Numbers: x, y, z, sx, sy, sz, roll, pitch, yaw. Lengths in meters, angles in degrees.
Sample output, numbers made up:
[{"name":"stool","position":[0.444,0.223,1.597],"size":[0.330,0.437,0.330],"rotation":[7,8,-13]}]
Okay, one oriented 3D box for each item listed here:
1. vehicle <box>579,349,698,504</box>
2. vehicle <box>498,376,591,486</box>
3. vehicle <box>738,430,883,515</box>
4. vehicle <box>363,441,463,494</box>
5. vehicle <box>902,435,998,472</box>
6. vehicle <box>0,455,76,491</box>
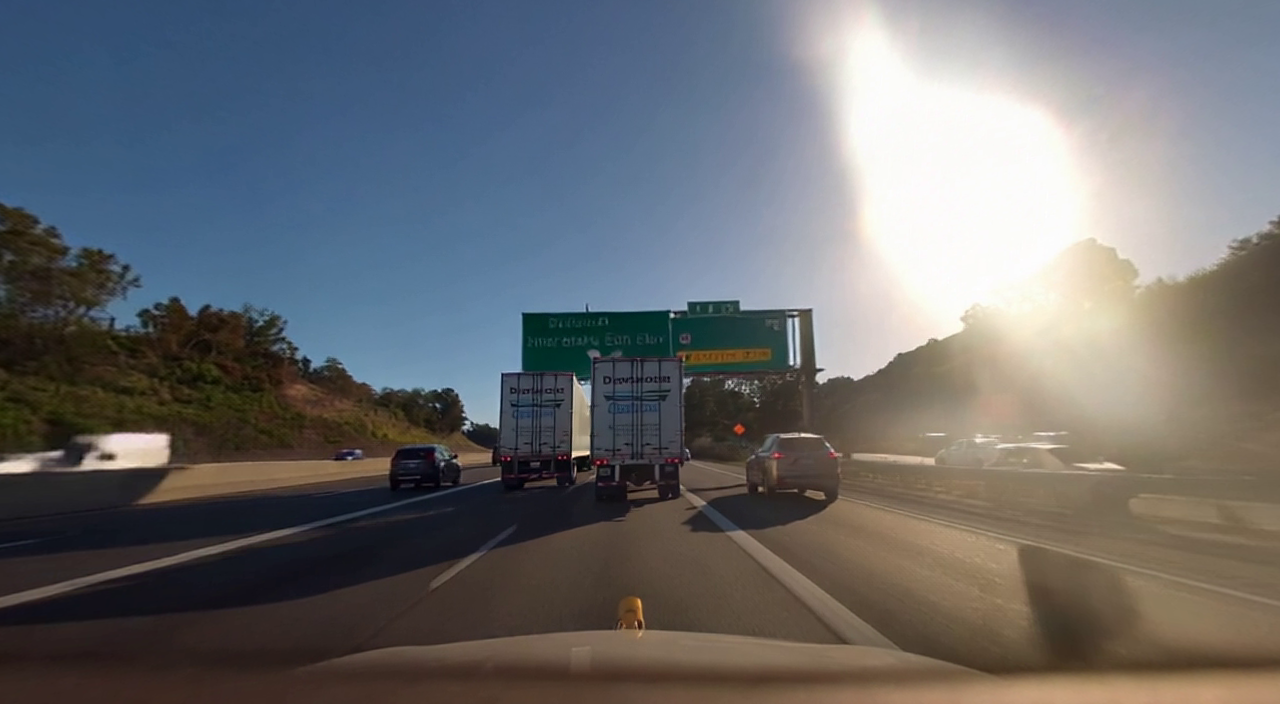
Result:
[{"name":"vehicle","position":[-0.124,2.556,20.547],"size":[2.910,3.828,9.805],"rotation":[0,-9,-1]},{"name":"vehicle","position":[-4.031,3.801,29.512],"size":[2.888,4.154,10.960],"rotation":[0,-9,-2]},{"name":"vehicle","position":[3.929,2.868,15.589],"size":[2.136,1.753,4.644],"rotation":[0,-9,-2]},{"name":"vehicle","position":[-8.043,4.109,22.884],"size":[2.017,1.694,4.420],"rotation":[0,-9,-1]},{"name":"vehicle","position":[16.638,5.490,34.343],"size":[2.128,1.783,5.718],"rotation":[0,-9,-2]},{"name":"vehicle","position":[-28.079,5.419,28.543],"size":[1.719,1.444,3.739],"rotation":[0,-9,-1]}]
